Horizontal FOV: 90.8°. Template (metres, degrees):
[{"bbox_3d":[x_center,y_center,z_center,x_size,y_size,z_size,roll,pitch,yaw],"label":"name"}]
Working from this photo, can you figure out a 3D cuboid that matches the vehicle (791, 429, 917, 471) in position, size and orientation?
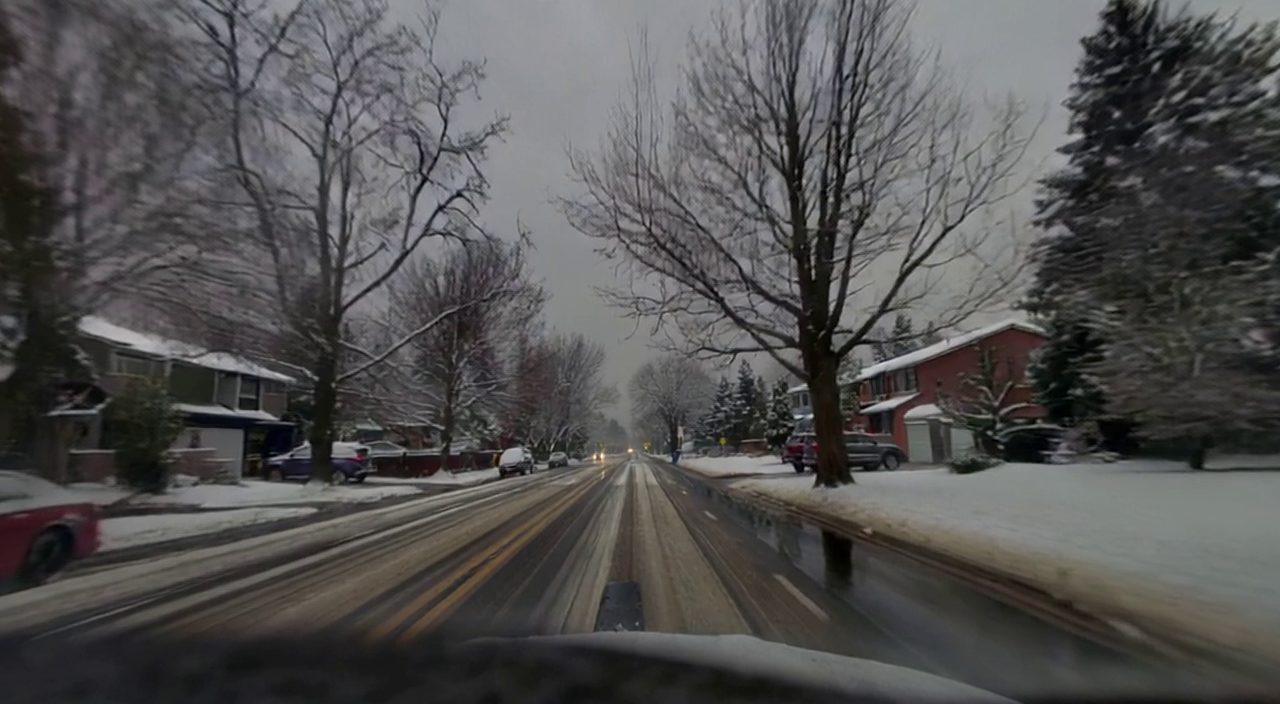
[{"bbox_3d":[8.934,4.128,26.648,4.535,1.697,1.968,0,-9,-1],"label":"vehicle"}]

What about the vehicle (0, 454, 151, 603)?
[{"bbox_3d":[-7.529,1.839,6.131,1.973,1.500,4.781,-5,-9,-3],"label":"vehicle"}]

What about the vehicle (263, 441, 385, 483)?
[{"bbox_3d":[-14.648,5.115,29.438,4.602,1.847,1.976,-1,-9,4],"label":"vehicle"}]

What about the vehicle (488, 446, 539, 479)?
[{"bbox_3d":[-7.861,6.887,39.752,2.122,1.739,4.770,-5,-8,0],"label":"vehicle"}]
